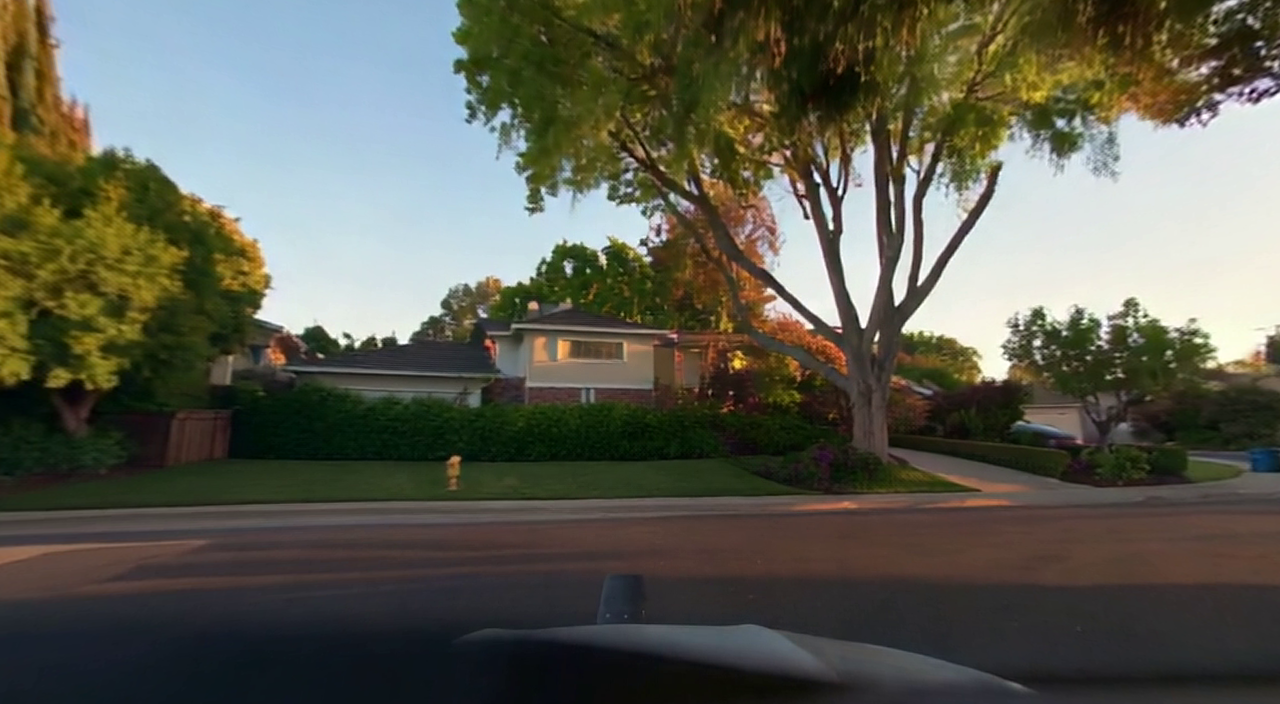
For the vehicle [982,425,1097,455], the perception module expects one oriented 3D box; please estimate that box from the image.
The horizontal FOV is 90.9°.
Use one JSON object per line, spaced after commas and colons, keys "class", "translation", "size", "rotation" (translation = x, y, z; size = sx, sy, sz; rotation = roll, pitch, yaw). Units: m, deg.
{"class": "vehicle", "translation": [21.588, 4.783, 34.146], "size": [5.089, 1.517, 1.791], "rotation": [1, -8, -5]}
